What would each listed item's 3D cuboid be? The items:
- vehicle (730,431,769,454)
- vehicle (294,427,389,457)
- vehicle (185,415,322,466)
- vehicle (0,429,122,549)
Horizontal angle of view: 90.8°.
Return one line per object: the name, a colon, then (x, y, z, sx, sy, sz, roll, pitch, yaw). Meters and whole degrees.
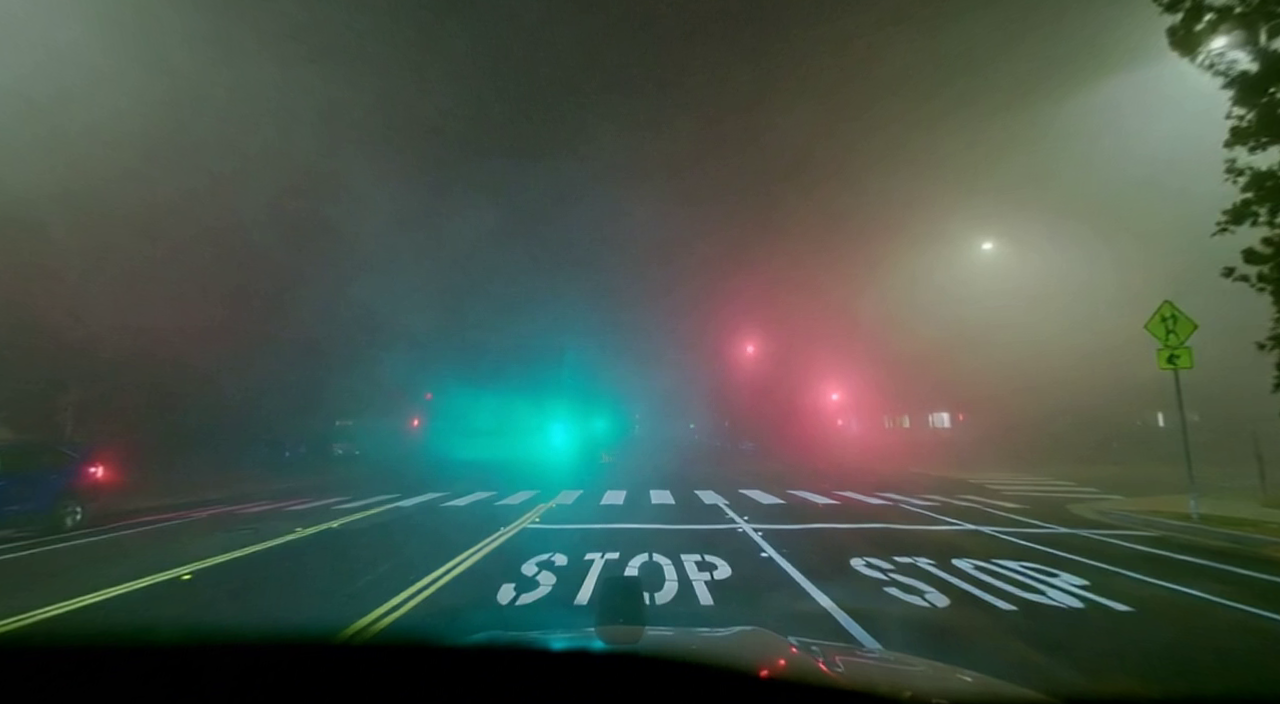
vehicle: (7.917, 6.643, 46.149, 2.029, 1.554, 4.705, 0, -9, 1)
vehicle: (-18.037, 5.497, 38.371, 4.743, 1.734, 1.994, 0, -9, 0)
vehicle: (-17.993, 4.172, 29.643, 4.800, 2.259, 2.303, 0, -9, -1)
vehicle: (-11.191, 2.212, 10.066, 2.078, 1.843, 4.615, -1, -6, -2)
